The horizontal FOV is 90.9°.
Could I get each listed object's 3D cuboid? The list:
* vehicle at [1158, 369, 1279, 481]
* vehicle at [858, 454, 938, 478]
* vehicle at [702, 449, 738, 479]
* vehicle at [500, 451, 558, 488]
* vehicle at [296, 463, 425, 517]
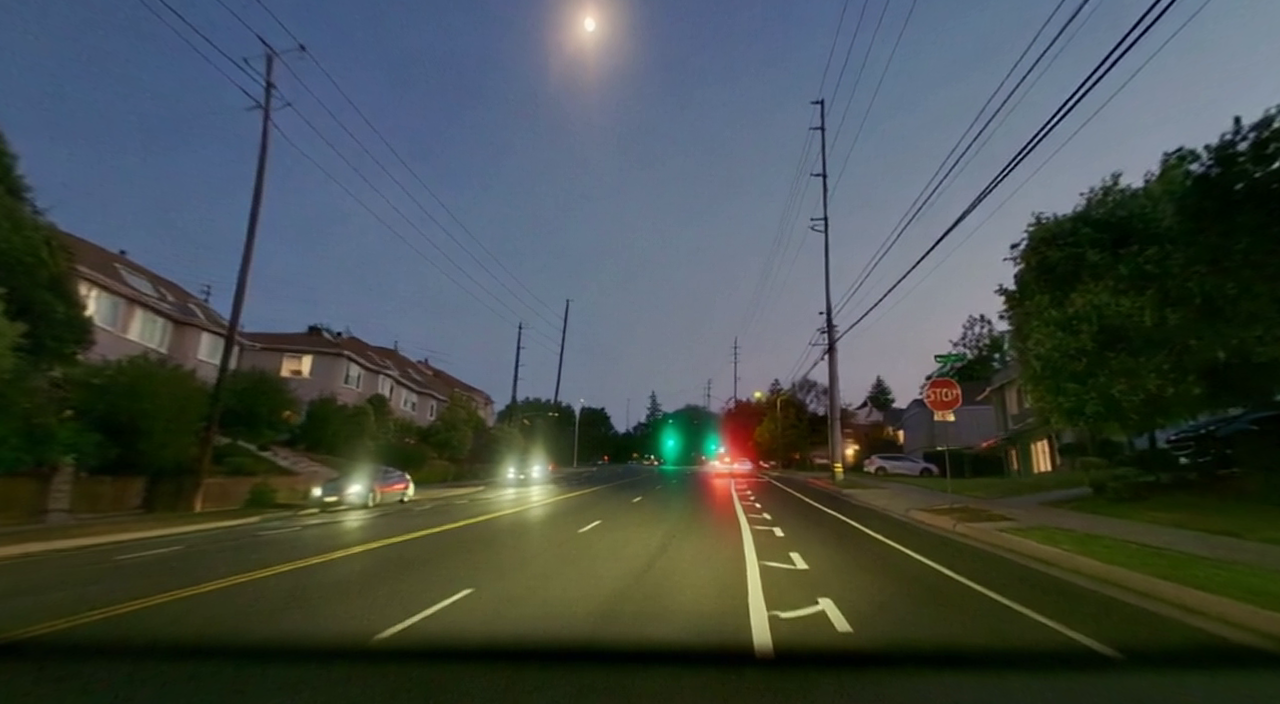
[{"bbox_3d":[15.527,1.723,15.046,1.926,2.031,5.177,1,-18,3],"label":"vehicle"},{"bbox_3d":[17.648,7.804,43.237,4.648,1.511,1.919,0,-8,5],"label":"vehicle"},{"bbox_3d":[5.556,7.743,43.756,2.284,1.741,4.702,2,-7,8],"label":"vehicle"},{"bbox_3d":[-6.647,7.100,38.450,1.998,2.047,5.167,-1,-8,7],"label":"vehicle"},{"bbox_3d":[-9.257,4.579,21.376,1.965,1.455,4.472,0,-8,5],"label":"vehicle"}]
